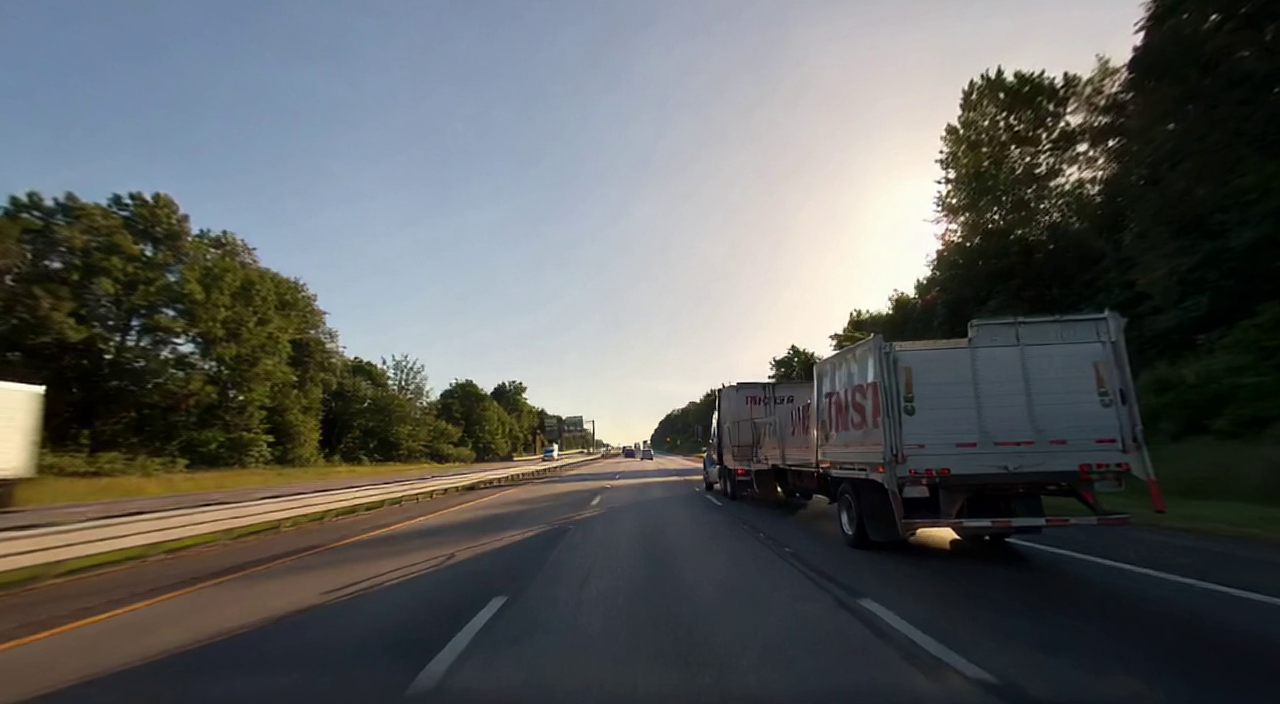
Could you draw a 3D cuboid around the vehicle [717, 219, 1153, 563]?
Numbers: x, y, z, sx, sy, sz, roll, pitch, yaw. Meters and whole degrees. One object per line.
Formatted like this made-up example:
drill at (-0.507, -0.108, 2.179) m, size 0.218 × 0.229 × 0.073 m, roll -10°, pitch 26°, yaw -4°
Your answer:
vehicle at (4.200, 1.481, 14.369) m, size 2.947 × 4.020 × 14.220 m, roll 0°, pitch -9°, yaw -1°
